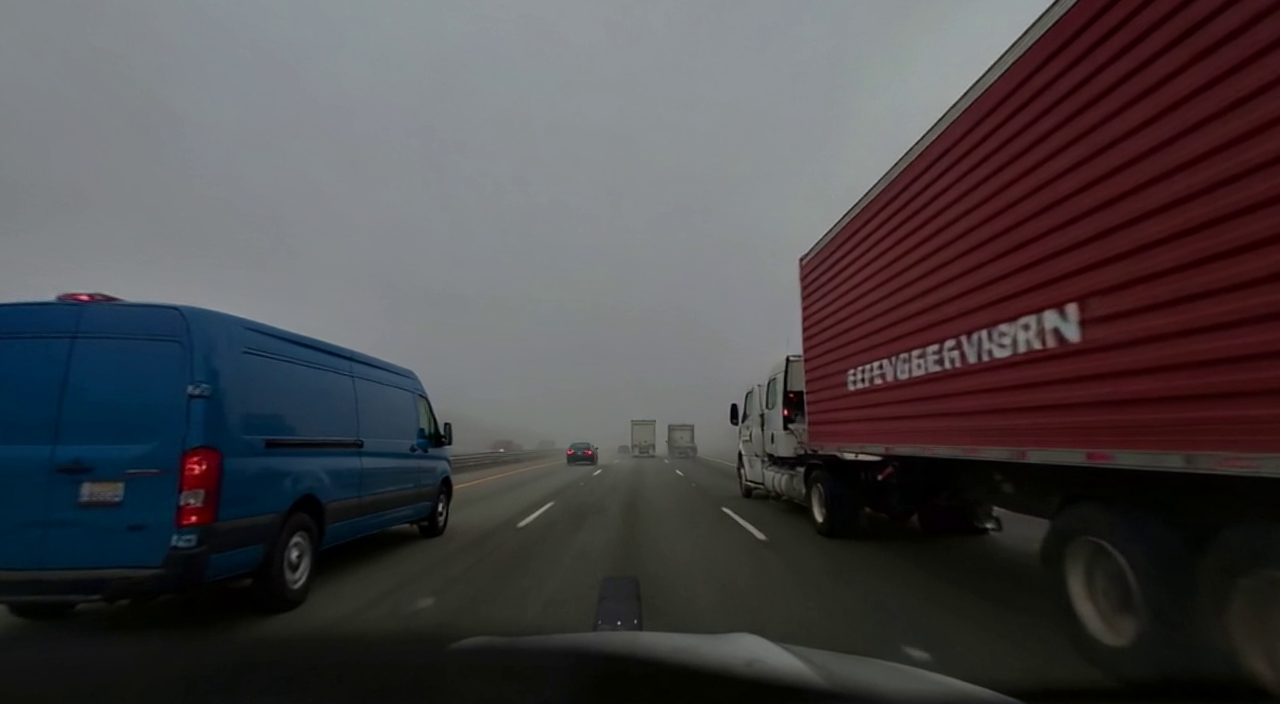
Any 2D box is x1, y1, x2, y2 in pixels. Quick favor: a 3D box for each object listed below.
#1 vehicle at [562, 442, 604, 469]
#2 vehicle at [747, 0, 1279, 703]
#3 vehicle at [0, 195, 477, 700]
[{"bbox_3d":[-3.370,6.228,38.274,2.024,1.472,4.014,-1,-8,2],"label":"vehicle"},{"bbox_3d":[3.997,0.475,7.860,2.951,3.974,13.340,0,-8,0],"label":"vehicle"},{"bbox_3d":[-3.916,0.962,6.914,2.557,2.855,6.674,0,-9,-1],"label":"vehicle"}]
